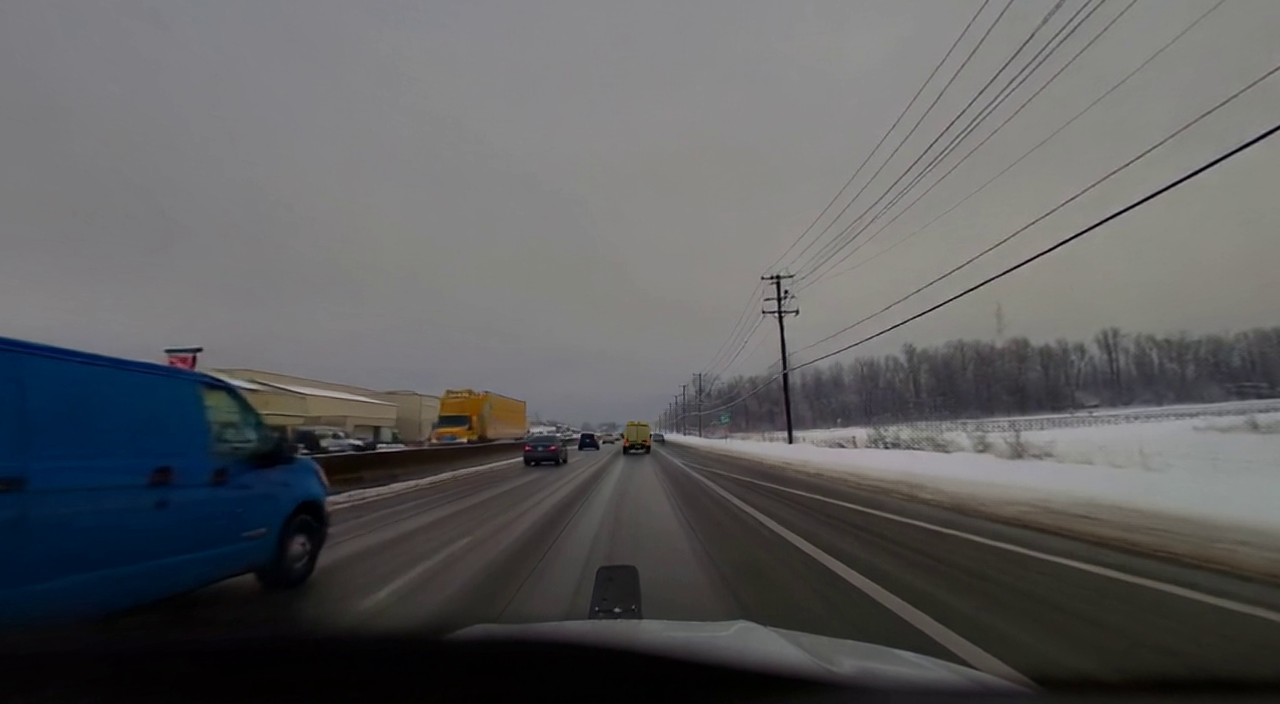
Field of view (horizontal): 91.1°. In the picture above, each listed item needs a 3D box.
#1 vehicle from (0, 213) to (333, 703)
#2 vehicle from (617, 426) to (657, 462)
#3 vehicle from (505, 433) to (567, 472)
[{"bbox_3d":[-4.136,0.607,3.070,2.388,2.410,5.787,0,-8,-1],"label":"vehicle"},{"bbox_3d":[-0.198,5.470,37.471,2.213,1.997,4.456,0,-8,-1],"label":"vehicle"},{"bbox_3d":[-4.505,4.399,27.860,2.058,1.557,4.125,0,-8,0],"label":"vehicle"}]
